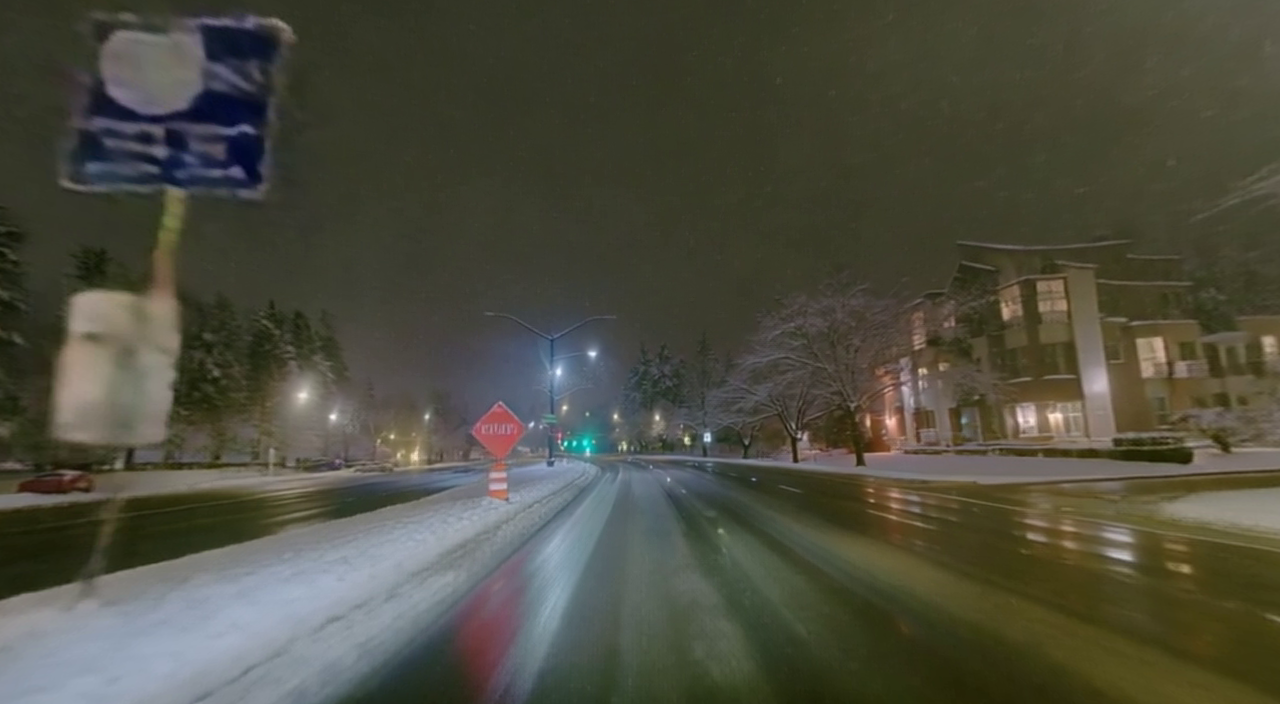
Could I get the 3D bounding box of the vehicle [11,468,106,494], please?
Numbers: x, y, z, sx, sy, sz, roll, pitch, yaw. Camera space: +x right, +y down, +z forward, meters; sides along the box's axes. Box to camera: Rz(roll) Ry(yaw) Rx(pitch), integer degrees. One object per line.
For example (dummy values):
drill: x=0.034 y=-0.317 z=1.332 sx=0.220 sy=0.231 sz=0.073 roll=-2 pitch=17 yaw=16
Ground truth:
vehicle: x=-33.665 y=7.458 z=36.651 sx=3.512 sy=1.321 sz=1.874 roll=0 pitch=-9 yaw=-3
